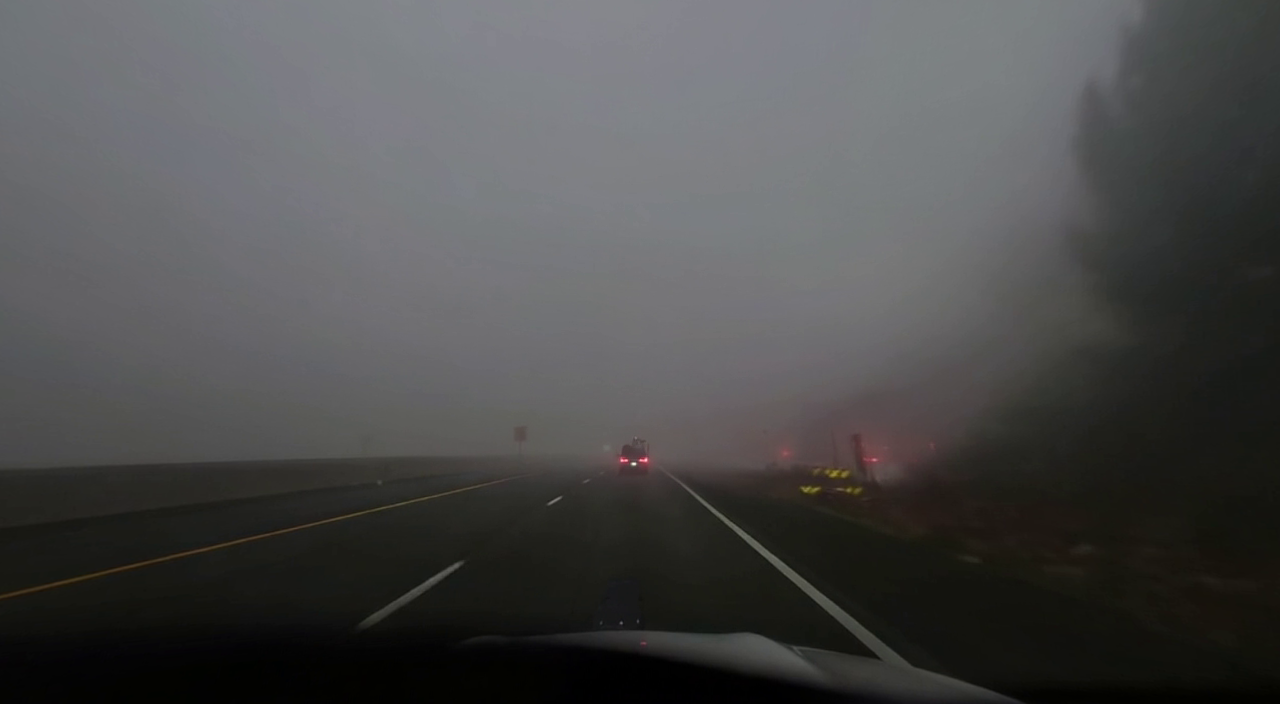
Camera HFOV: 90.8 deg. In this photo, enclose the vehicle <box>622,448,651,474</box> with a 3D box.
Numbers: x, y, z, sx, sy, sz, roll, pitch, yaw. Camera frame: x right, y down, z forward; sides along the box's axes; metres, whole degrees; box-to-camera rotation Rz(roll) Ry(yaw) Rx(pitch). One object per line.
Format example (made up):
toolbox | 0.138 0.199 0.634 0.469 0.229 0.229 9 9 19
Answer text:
vehicle | -0.177 6.627 38.519 1.695 1.437 3.506 0 -9 1
